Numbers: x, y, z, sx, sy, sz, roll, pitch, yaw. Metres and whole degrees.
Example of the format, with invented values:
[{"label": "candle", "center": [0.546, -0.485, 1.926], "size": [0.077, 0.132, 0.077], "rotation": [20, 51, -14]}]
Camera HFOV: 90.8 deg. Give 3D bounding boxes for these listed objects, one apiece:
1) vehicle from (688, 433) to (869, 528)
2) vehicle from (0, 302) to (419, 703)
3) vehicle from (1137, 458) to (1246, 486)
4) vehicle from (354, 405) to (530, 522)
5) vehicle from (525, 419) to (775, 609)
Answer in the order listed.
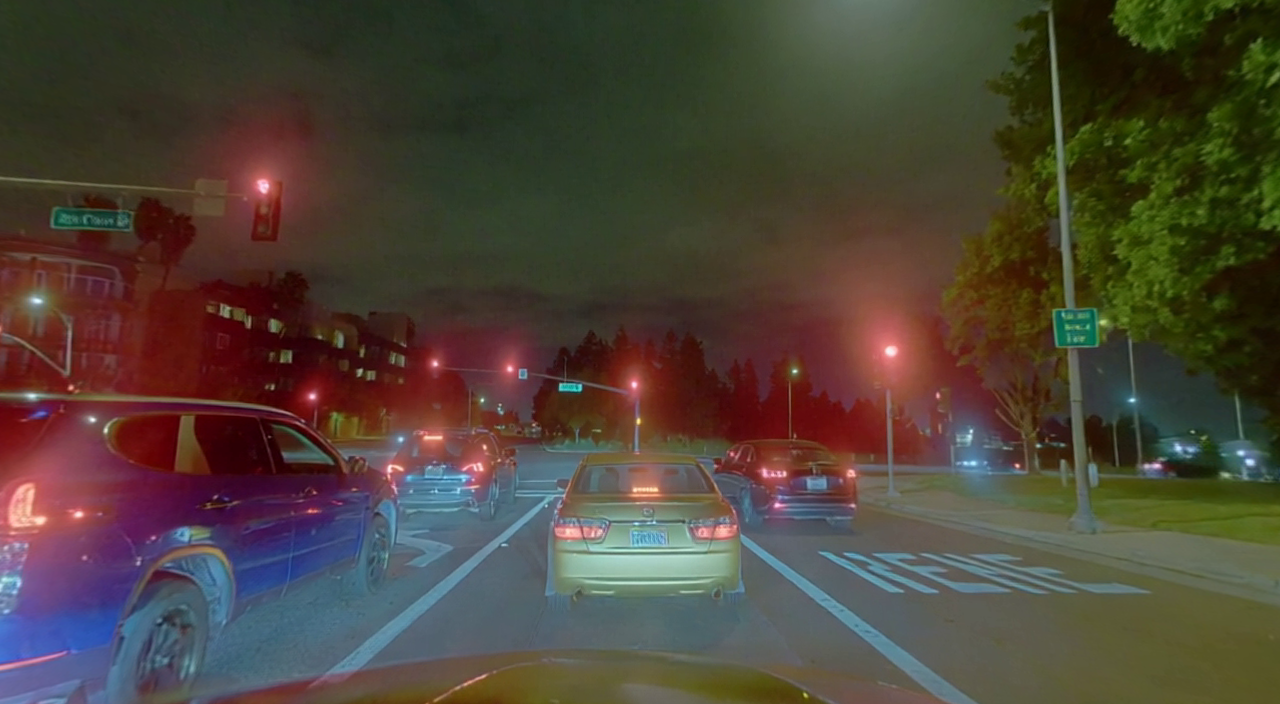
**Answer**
[{"label": "vehicle", "center": [2.463, 2.447, 12.752], "size": [2.100, 1.524, 4.746], "rotation": [1, -9, -6]}, {"label": "vehicle", "center": [-3.147, 1.011, 4.143], "size": [1.924, 1.737, 4.387], "rotation": [0, -8, -2]}, {"label": "vehicle", "center": [33.856, 7.367, 38.892], "size": [4.737, 1.572, 2.026], "rotation": [0, -8, 1]}, {"label": "vehicle", "center": [-3.878, 2.319, 13.707], "size": [2.305, 1.984, 5.586], "rotation": [0, -8, -3]}, {"label": "vehicle", "center": [-0.056, 1.619, 7.329], "size": [2.001, 1.483, 4.442], "rotation": [0, -8, -4]}]
